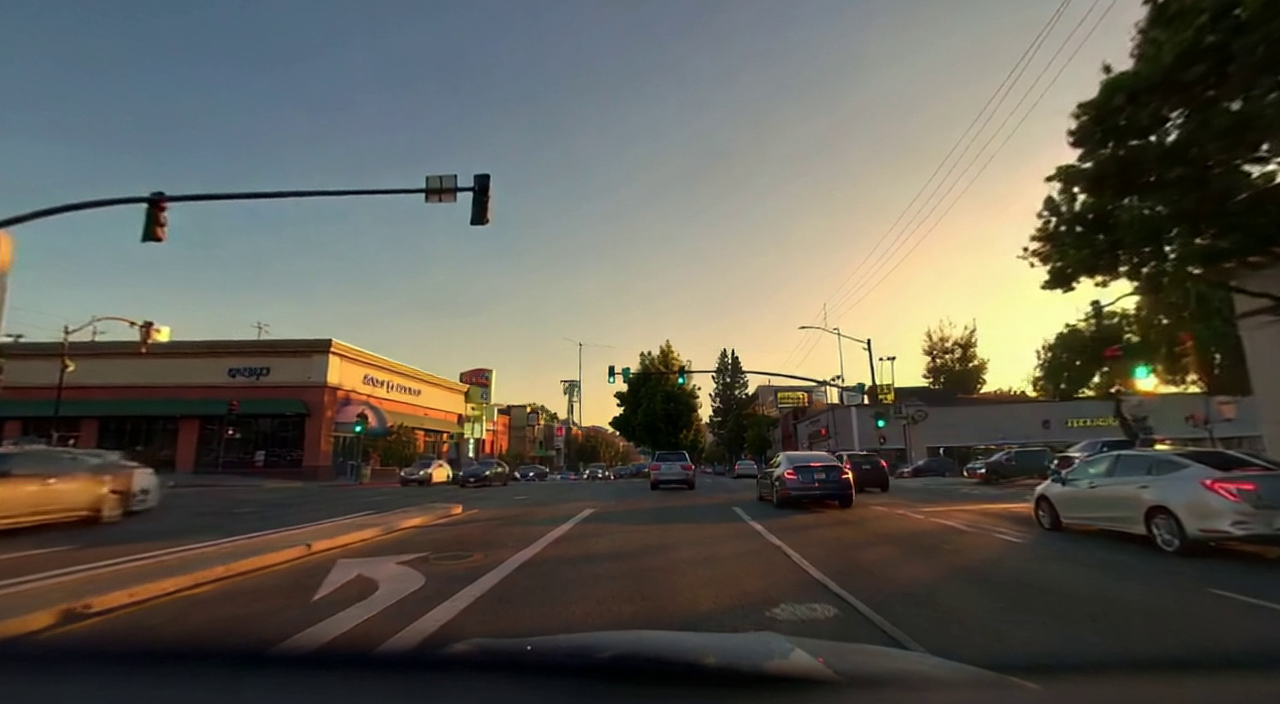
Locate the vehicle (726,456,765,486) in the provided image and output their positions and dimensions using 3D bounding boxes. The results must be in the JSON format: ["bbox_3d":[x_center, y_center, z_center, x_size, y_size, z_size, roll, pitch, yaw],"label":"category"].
[{"bbox_3d":[6.751,7.619,40.780,2.036,1.719,4.318,-1,-8,4],"label":"vehicle"}]

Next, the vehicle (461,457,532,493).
[{"bbox_3d":[-6.774,5.842,30.366,1.993,1.491,4.673,-1,-8,5],"label":"vehicle"}]

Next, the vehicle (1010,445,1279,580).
[{"bbox_3d":[7.746,2.109,9.282,1.911,1.466,4.572,0,-8,2],"label":"vehicle"}]

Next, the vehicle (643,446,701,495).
[{"bbox_3d":[1.394,4.897,26.622,2.210,1.861,4.280,-1,-8,4],"label":"vehicle"}]

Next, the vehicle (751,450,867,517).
[{"bbox_3d":[4.304,3.384,16.896,1.963,1.484,4.609,0,-8,2],"label":"vehicle"}]

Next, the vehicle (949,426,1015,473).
[{"bbox_3d":[20.129,5.720,37.015,2.521,2.491,5.455,-7,-11,35],"label":"vehicle"}]

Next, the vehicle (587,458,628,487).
[{"bbox_3d":[-2.115,8.037,42.359,2.041,1.494,4.647,-3,-6,5],"label":"vehicle"}]

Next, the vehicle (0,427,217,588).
[{"bbox_3d":[-7.861,1.832,7.815,1.995,1.718,4.442,0,-8,2],"label":"vehicle"}]

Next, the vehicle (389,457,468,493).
[{"bbox_3d":[-10.367,6.044,31.310,1.938,1.506,4.771,-1,-8,5],"label":"vehicle"}]

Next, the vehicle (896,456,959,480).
[{"bbox_3d":[18.981,7.605,41.528,4.373,1.399,2.052,7,-11,-41],"label":"vehicle"}]
